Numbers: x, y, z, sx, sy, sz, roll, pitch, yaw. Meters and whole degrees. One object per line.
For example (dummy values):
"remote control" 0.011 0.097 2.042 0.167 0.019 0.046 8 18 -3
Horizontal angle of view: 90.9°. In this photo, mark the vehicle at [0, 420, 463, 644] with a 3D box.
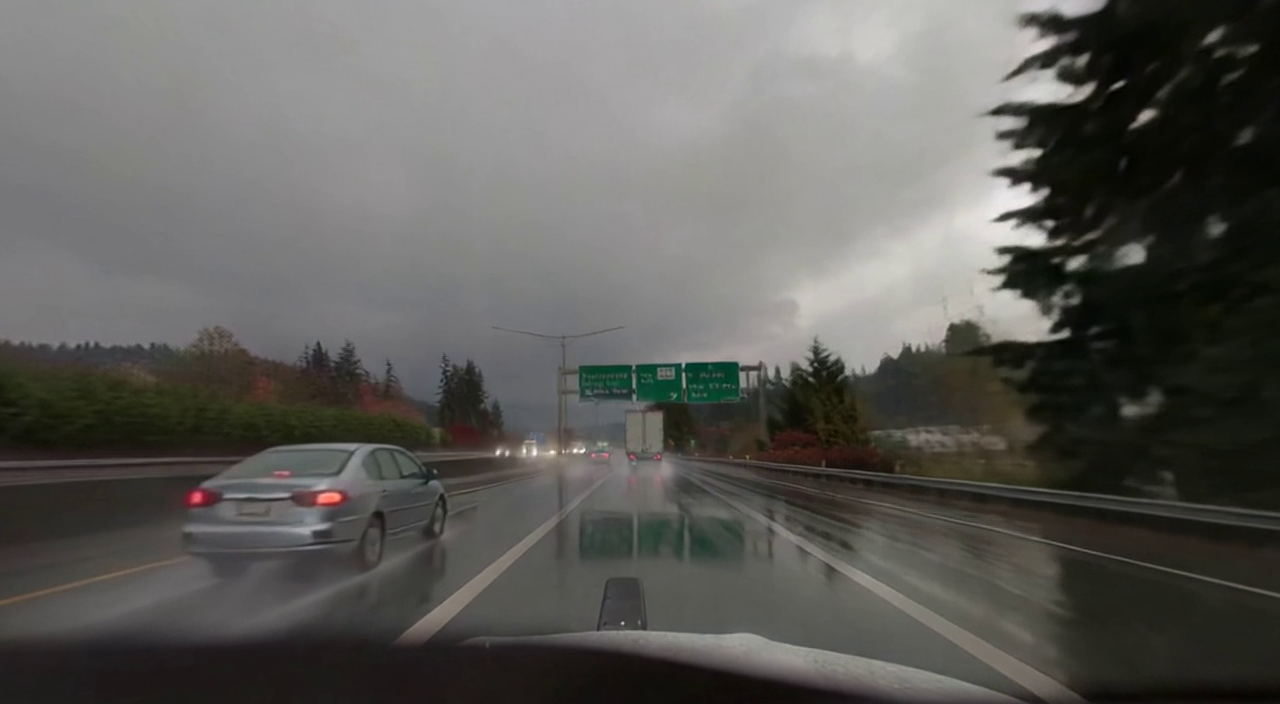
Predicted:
"vehicle" -3.779 1.640 6.965 2.114 1.523 5.110 0 -9 1

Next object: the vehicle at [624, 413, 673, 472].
"vehicle" 0.417 6.273 43.386 2.893 3.628 9.081 0 -9 -2
